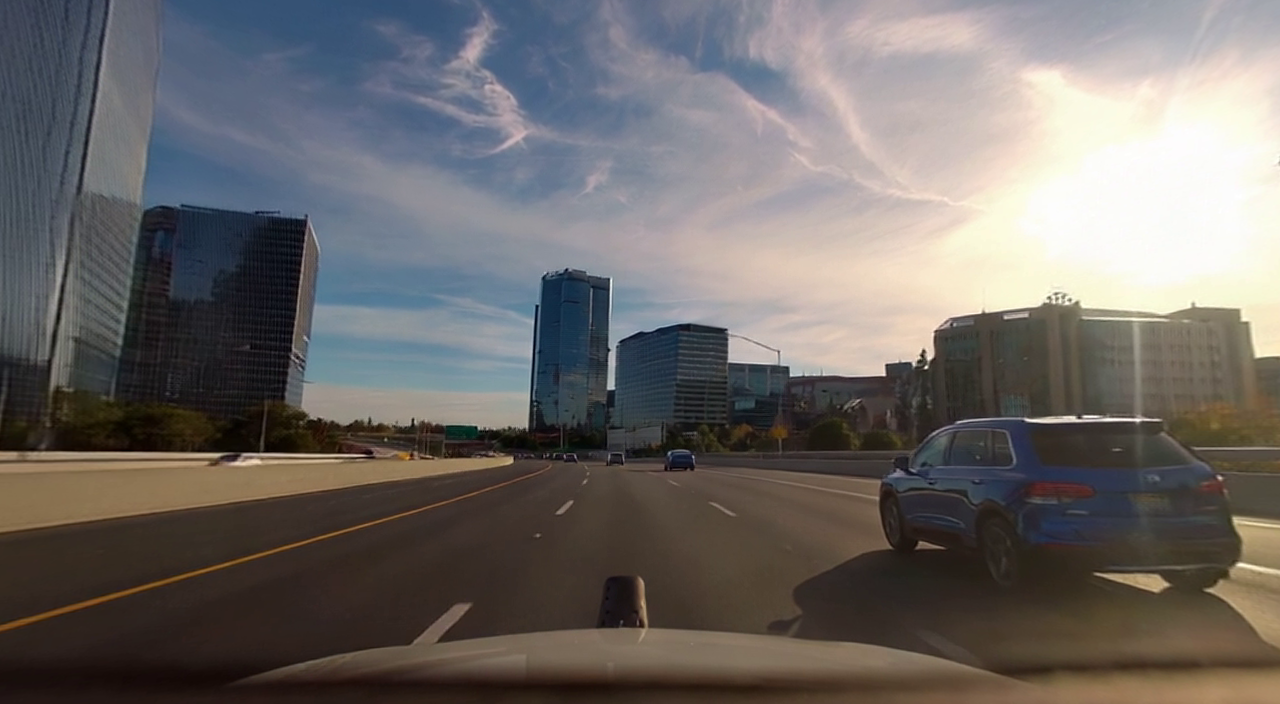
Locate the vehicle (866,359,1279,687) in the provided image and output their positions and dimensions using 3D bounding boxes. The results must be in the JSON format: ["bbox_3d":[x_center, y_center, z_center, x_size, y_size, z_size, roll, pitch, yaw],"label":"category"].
[{"bbox_3d":[4.028,1.266,5.812,2.182,1.826,4.392,0,-8,-1],"label":"vehicle"}]

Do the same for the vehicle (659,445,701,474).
[{"bbox_3d":[2.543,7.006,41.427,2.110,1.780,4.682,1,-8,-5],"label":"vehicle"}]

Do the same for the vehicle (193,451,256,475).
[{"bbox_3d":[-31.282,8.334,47.706,1.964,1.718,4.549,0,-8,-5],"label":"vehicle"}]
